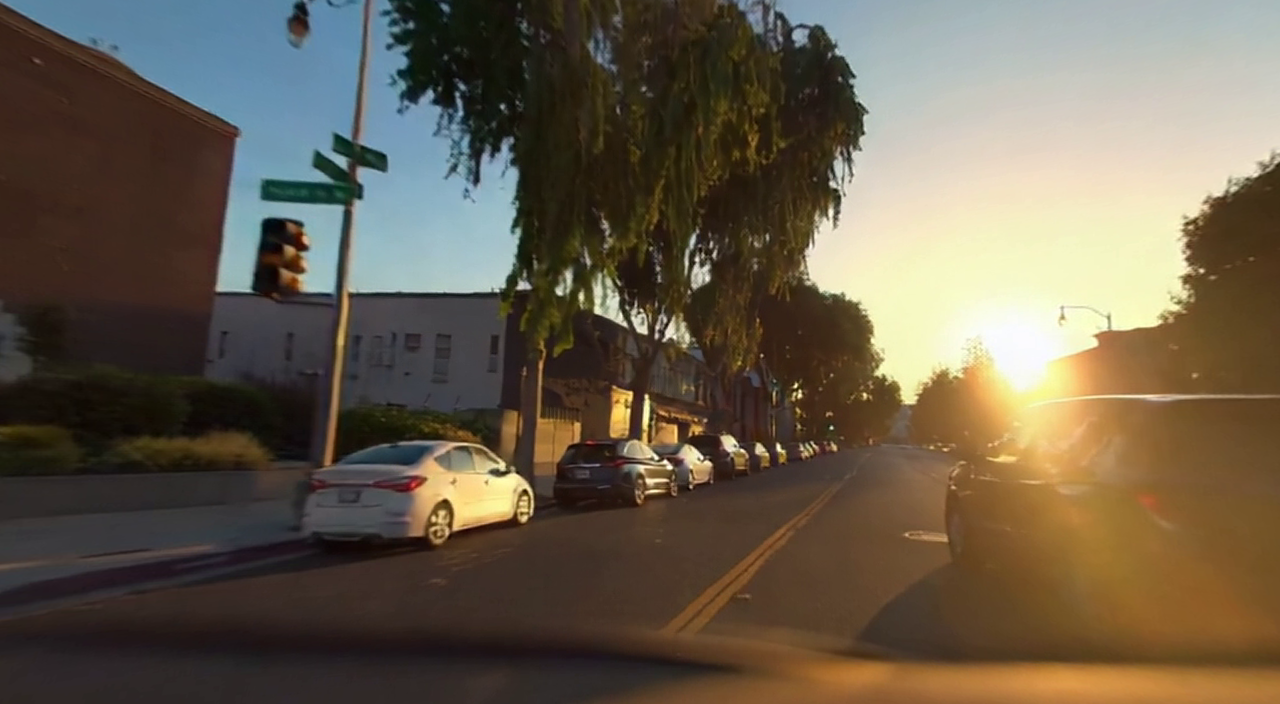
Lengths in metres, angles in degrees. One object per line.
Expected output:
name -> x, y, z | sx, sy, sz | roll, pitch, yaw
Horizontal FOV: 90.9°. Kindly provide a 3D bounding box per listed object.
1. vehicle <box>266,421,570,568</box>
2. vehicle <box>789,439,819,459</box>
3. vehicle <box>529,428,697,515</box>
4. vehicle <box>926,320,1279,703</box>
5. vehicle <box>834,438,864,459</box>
vehicle -> -2.905, 1.939, 9.454 | 1.922, 1.628, 4.291 | -3, -9, 20
vehicle -> 12.766, 7.510, 48.844 | 1.842, 1.497, 4.238 | -3, -9, 20
vehicle -> -0.386, 2.689, 14.791 | 2.179, 1.658, 4.765 | -3, -9, 21
vehicle -> 4.414, 1.040, 4.563 | 2.411, 1.899, 5.993 | -1, -8, 6
vehicle -> 15.760, 7.228, 47.341 | 1.852, 1.465, 4.092 | -3, -9, 21
